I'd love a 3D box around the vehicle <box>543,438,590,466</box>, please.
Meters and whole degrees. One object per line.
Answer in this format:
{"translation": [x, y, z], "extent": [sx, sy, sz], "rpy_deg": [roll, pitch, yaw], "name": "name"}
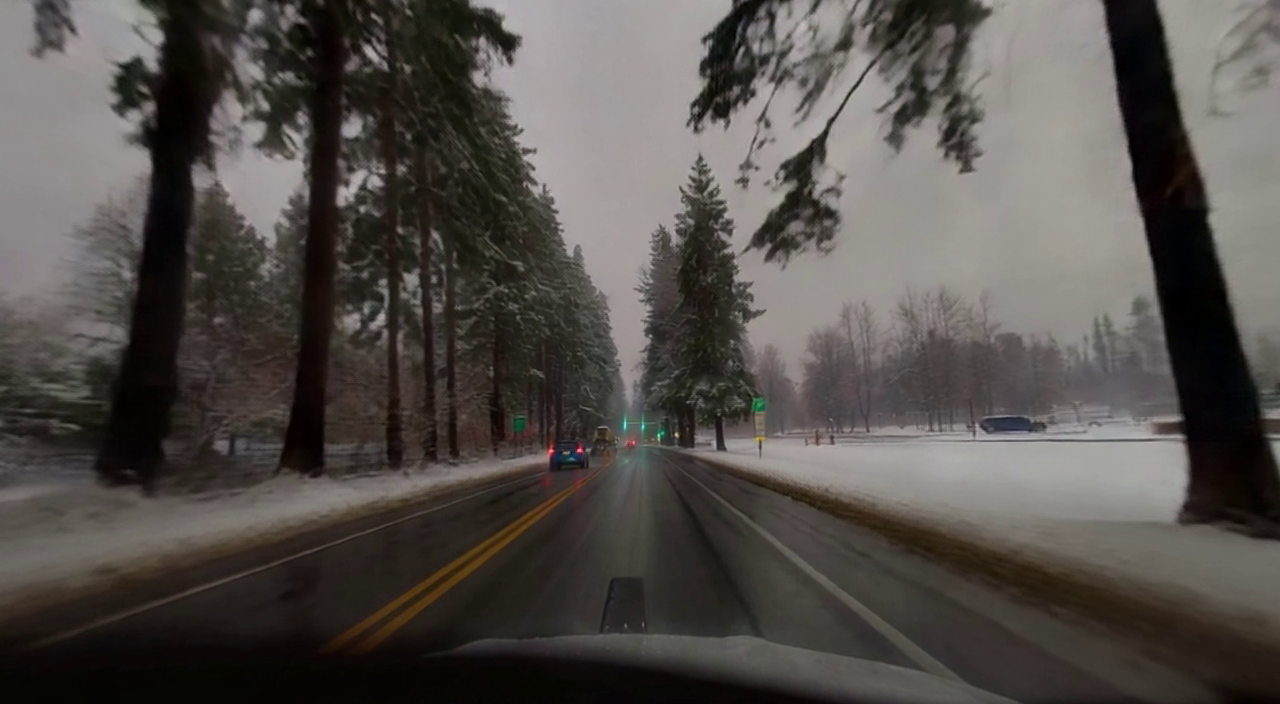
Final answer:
{"translation": [-3.933, 5.425, 34.436], "extent": [2.005, 1.462, 4.345], "rpy_deg": [0, -8, 1], "name": "vehicle"}
